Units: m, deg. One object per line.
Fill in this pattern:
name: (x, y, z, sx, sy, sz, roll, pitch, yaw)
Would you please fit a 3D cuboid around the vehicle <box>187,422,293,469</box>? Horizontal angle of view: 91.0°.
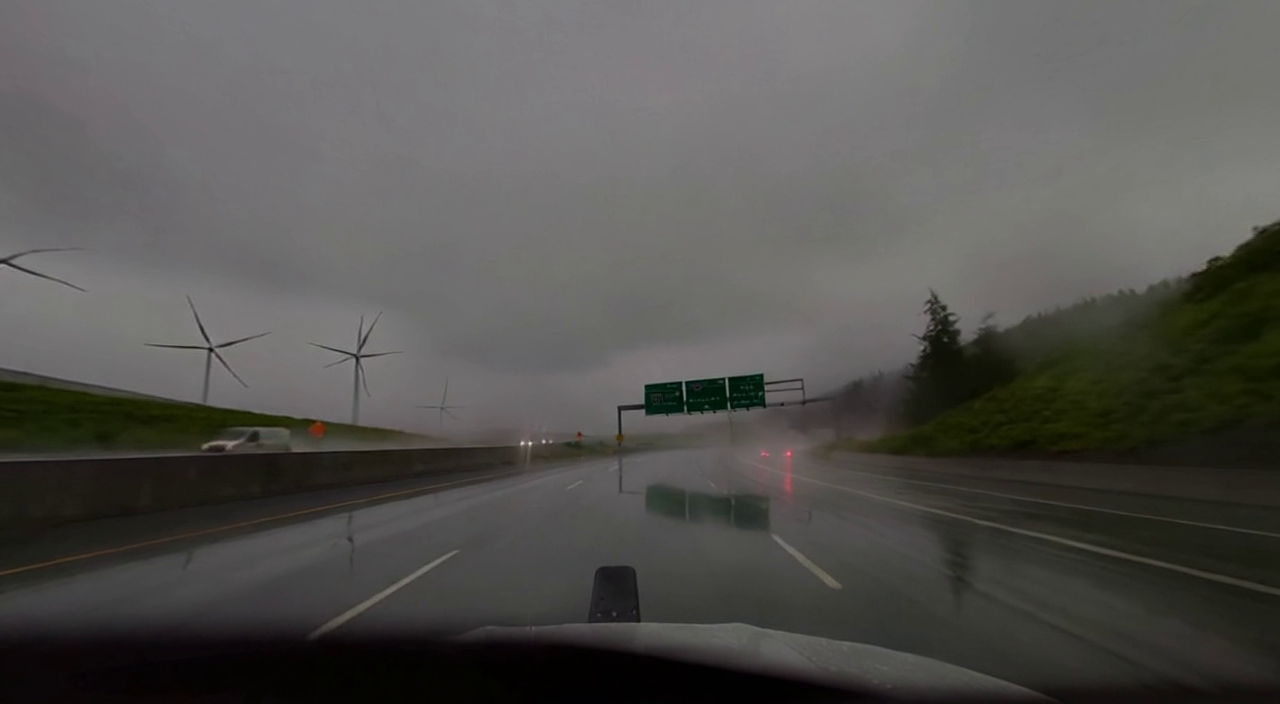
vehicle: (-19.592, 4.651, 31.198, 2.113, 2.089, 5.212, 0, -9, -4)
